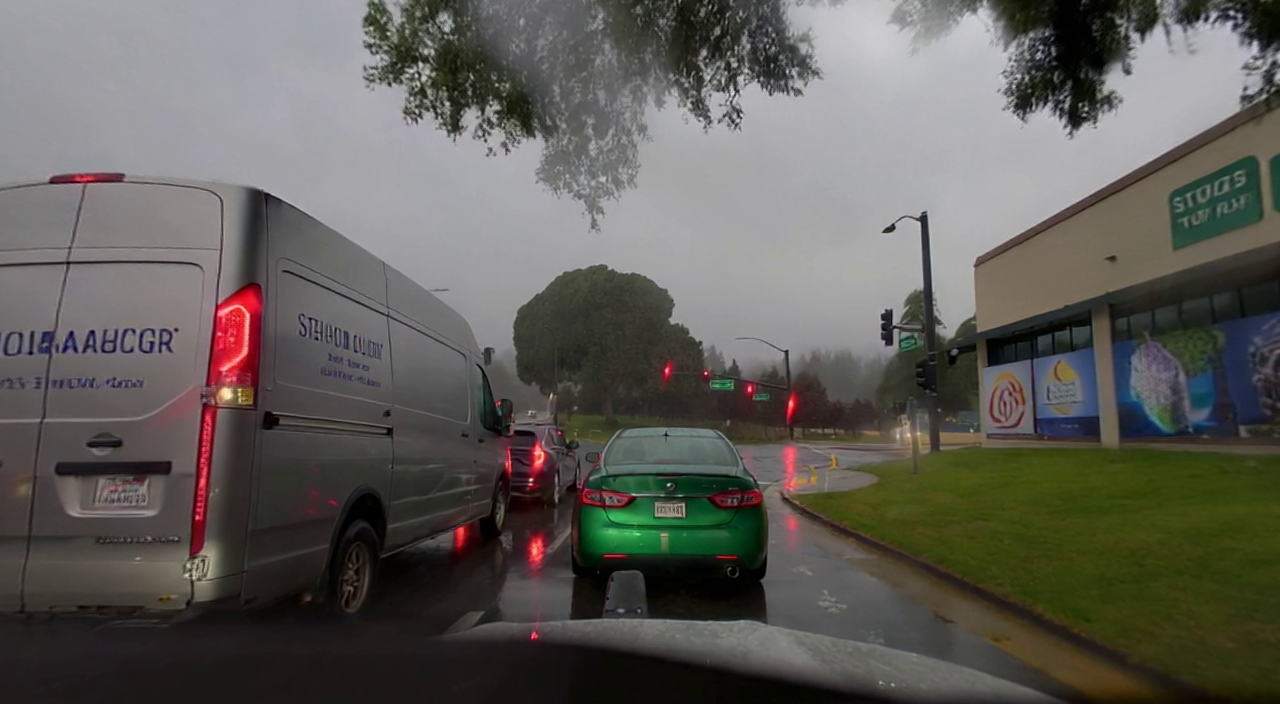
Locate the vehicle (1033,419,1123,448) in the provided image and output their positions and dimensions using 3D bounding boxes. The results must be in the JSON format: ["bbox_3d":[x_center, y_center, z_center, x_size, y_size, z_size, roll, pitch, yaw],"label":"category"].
[{"bbox_3d":[32.087,6.031,46.131,5.084,2.041,2.360,2,-9,-10],"label":"vehicle"}]

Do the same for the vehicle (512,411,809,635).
[{"bbox_3d":[0.308,1.690,7.314,2.398,1.773,4.254,-1,-8,4],"label":"vehicle"}]

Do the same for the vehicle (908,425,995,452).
[{"bbox_3d":[21.972,6.157,44.520,5.021,1.848,2.210,1,-9,-9],"label":"vehicle"}]

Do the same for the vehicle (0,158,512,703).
[{"bbox_3d":[-3.119,0.916,5.854,2.555,3.035,5.702,0,-8,0],"label":"vehicle"}]
